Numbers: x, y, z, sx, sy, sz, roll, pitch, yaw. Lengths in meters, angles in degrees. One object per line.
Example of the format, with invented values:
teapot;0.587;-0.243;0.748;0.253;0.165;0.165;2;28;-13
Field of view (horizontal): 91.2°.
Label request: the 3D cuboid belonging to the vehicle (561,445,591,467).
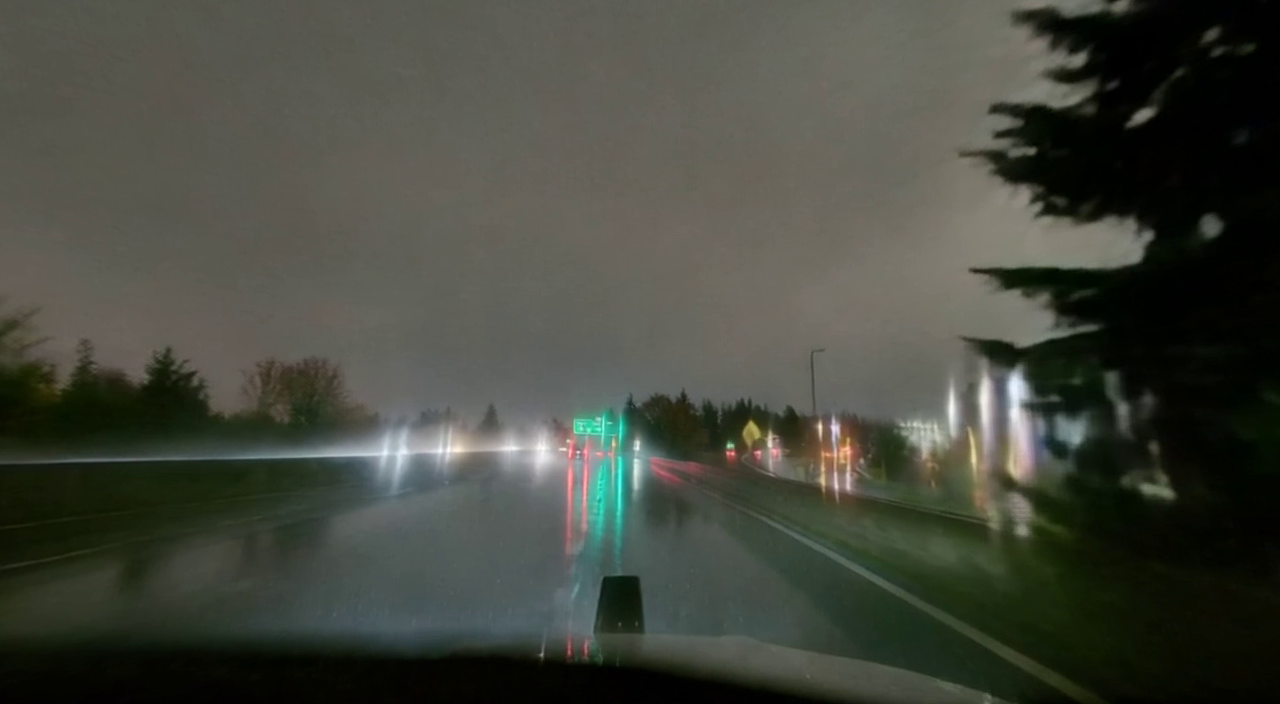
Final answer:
vehicle;-4.956;8.128;49.315;2.248;1.619;3.848;0;-8;-4
